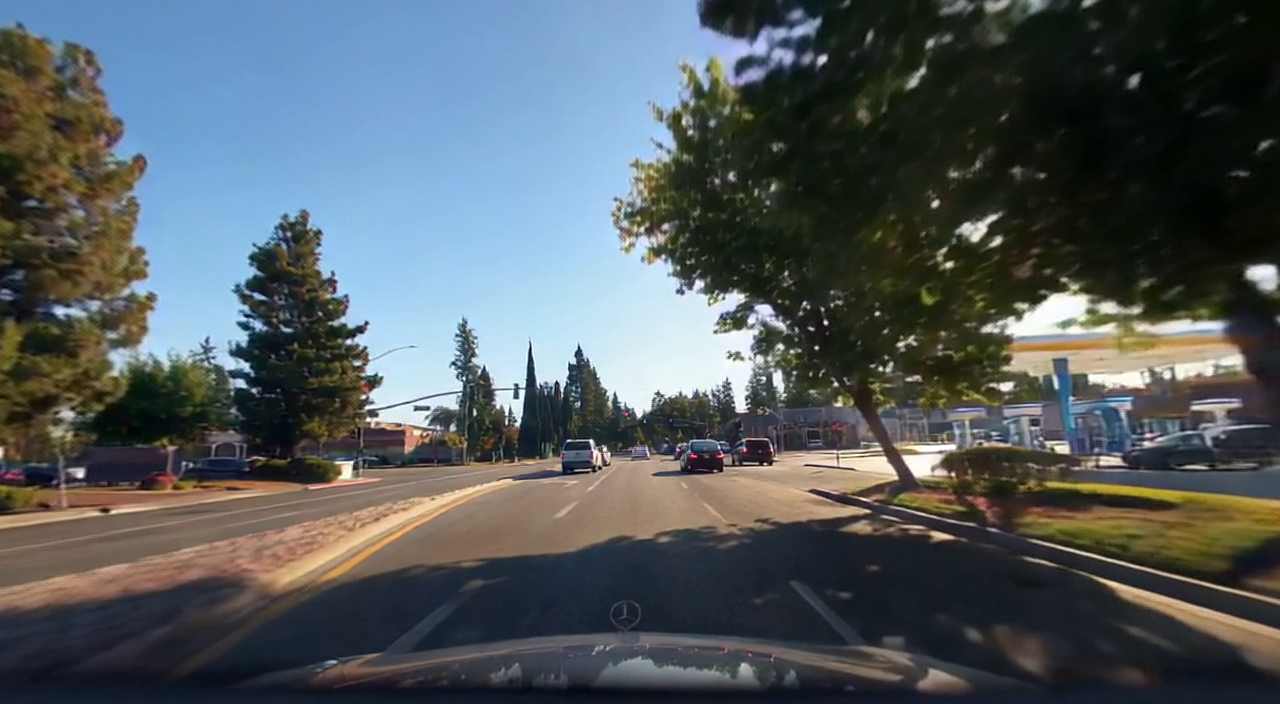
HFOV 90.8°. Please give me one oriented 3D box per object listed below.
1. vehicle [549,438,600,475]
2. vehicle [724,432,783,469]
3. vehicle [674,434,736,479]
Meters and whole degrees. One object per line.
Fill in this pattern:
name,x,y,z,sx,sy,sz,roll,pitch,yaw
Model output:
vehicle,-3.400,5.532,33.762,2.261,1.820,4.255,0,-8,0
vehicle,7.029,6.187,39.824,2.510,2.176,5.527,0,-8,-2
vehicle,2.774,4.582,28.013,2.140,1.800,4.660,0,-8,-1
